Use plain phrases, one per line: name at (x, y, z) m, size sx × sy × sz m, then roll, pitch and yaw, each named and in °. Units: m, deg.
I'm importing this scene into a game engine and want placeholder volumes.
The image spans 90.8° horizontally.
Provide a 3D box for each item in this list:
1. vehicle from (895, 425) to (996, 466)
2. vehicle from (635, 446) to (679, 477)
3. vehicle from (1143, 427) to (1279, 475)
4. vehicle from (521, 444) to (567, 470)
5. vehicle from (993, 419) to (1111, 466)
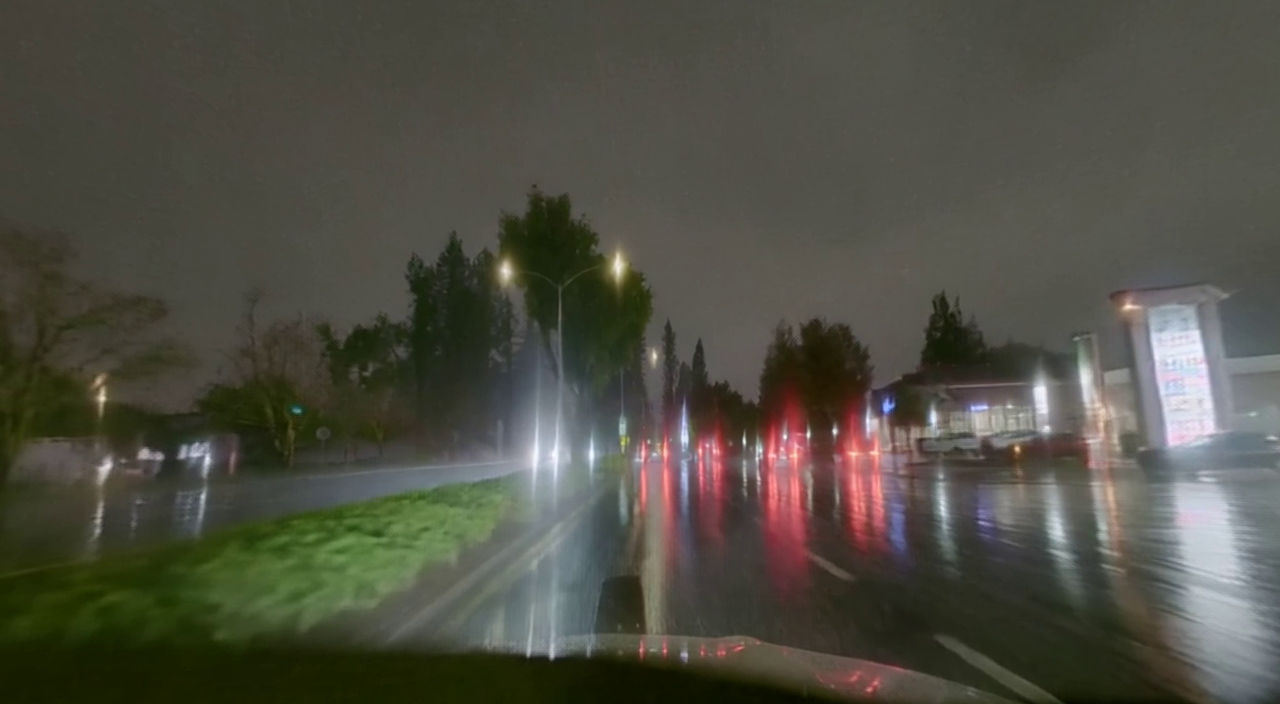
vehicle at (21.606, 6.651, 44.884) m, size 5.953 × 2.747 × 2.389 m, roll 1°, pitch -9°, yaw -7°
vehicle at (0.890, 5.536, 32.148) m, size 2.095 × 1.456 × 3.873 m, roll -1°, pitch -9°, yaw 2°
vehicle at (22.032, 3.758, 24.113) m, size 1.864 × 1.655 × 4.179 m, roll 1°, pitch -9°, yaw -6°
vehicle at (-6.602, 7.272, 43.958) m, size 2.102 × 1.735 × 4.491 m, roll -1°, pitch -8°, yaw 5°
vehicle at (29.454, 6.498, 45.326) m, size 6.569 × 3.235 × 2.798 m, roll 1°, pitch -9°, yaw -8°
